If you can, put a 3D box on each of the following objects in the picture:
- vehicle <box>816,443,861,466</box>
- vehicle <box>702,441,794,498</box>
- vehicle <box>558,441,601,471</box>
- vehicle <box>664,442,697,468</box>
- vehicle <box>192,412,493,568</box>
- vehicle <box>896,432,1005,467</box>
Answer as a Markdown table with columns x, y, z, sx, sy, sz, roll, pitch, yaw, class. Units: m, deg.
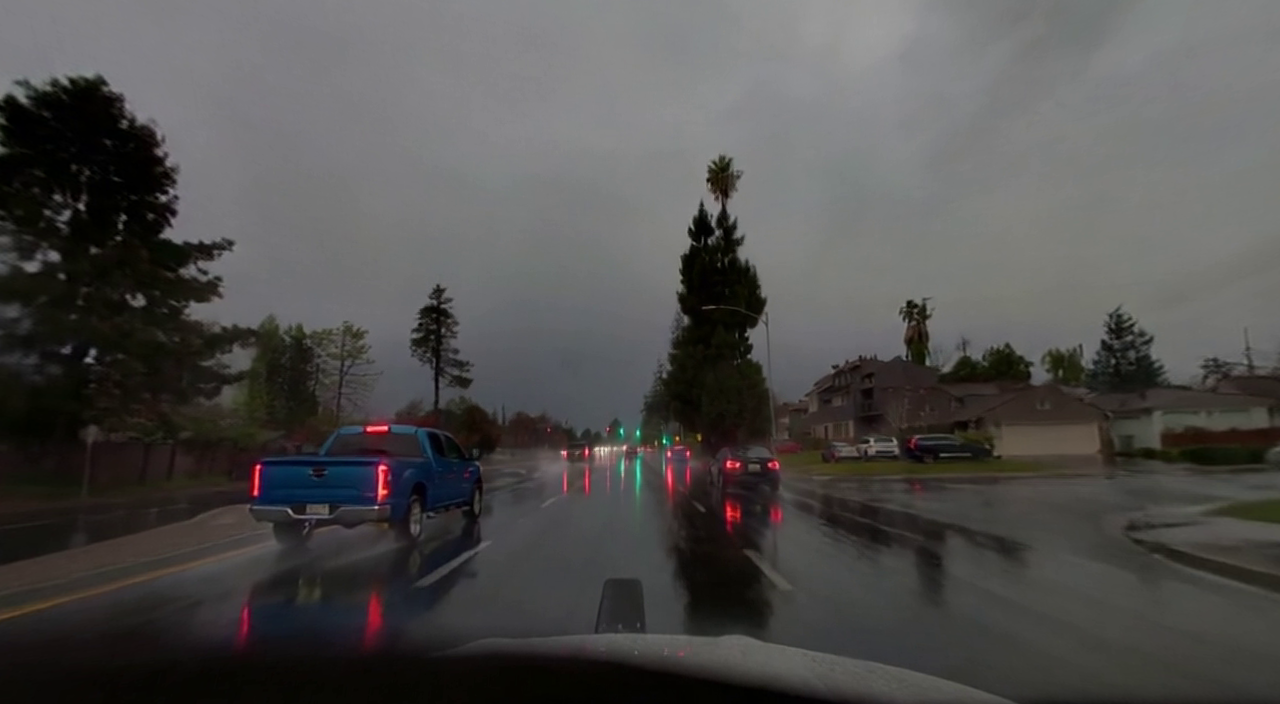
| x | y | z | sx | sy | sz | roll | pitch | yaw | class |
| --- | --- | --- | --- | --- | --- | --- | --- | --- | --- |
| 13.641 | 7.045 | 43.615 | 1.929 | 1.502 | 4.177 | -1 | -9 | 3 | vehicle |
| 3.032 | 3.394 | 18.655 | 1.884 | 1.463 | 4.195 | 0 | -8 | -1 | vehicle |
| -3.823 | 6.667 | 40.647 | 2.218 | 1.829 | 4.492 | 0 | -9 | 1 | vehicle |
| 3.064 | 7.969 | 49.016 | 2.099 | 1.845 | 4.363 | 0 | -9 | -2 | vehicle |
| -3.986 | 1.957 | 9.857 | 2.111 | 1.745 | 5.274 | 0 | -8 | 0 | vehicle |
| 17.107 | 5.381 | 35.016 | 1.991 | 1.806 | 4.902 | 7 | -11 | -39 | vehicle |
